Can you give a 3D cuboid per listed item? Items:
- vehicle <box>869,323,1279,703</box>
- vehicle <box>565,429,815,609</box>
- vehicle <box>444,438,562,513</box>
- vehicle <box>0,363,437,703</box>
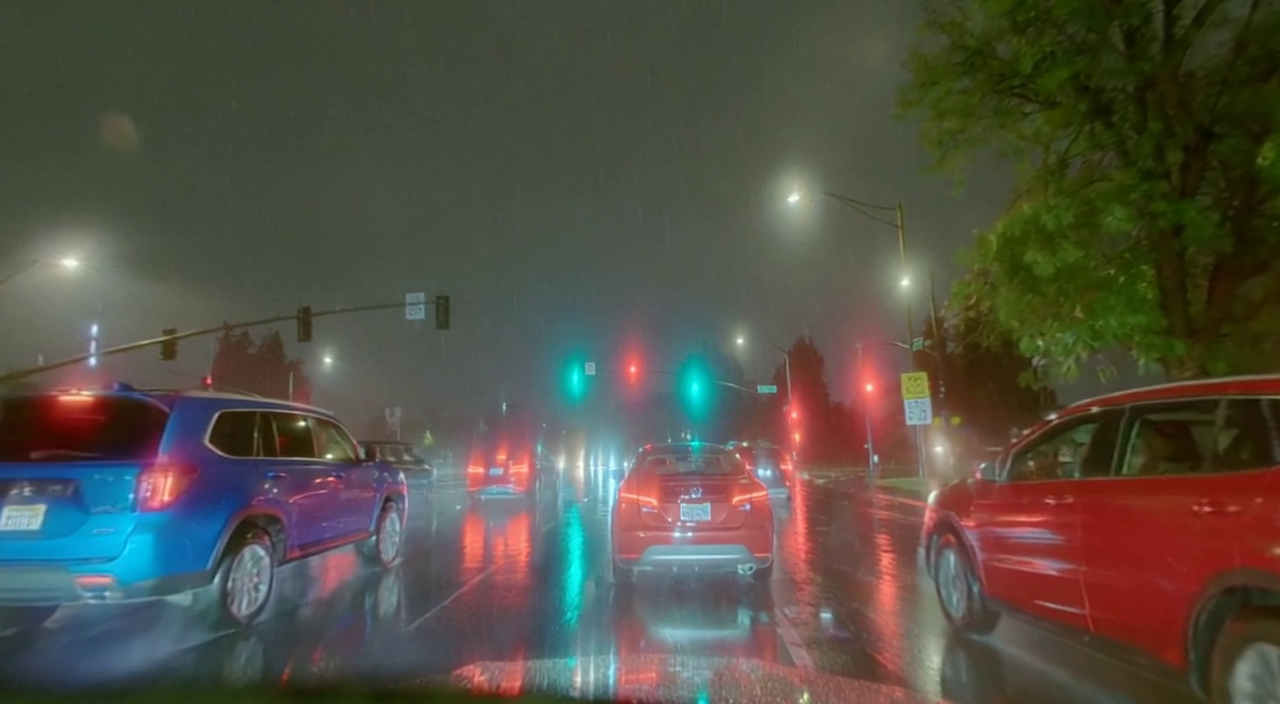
[{"bbox_3d":[3.072,1.001,3.522,1.880,1.747,4.500,0,-8,0],"label":"vehicle"},{"bbox_3d":[0.398,1.673,7.206,2.051,1.460,3.932,0,-8,0],"label":"vehicle"},{"bbox_3d":[-3.077,2.851,15.024,1.868,1.516,4.114,0,-8,1],"label":"vehicle"},{"bbox_3d":[-3.447,1.252,5.419,1.889,1.767,4.289,0,-8,1],"label":"vehicle"}]
